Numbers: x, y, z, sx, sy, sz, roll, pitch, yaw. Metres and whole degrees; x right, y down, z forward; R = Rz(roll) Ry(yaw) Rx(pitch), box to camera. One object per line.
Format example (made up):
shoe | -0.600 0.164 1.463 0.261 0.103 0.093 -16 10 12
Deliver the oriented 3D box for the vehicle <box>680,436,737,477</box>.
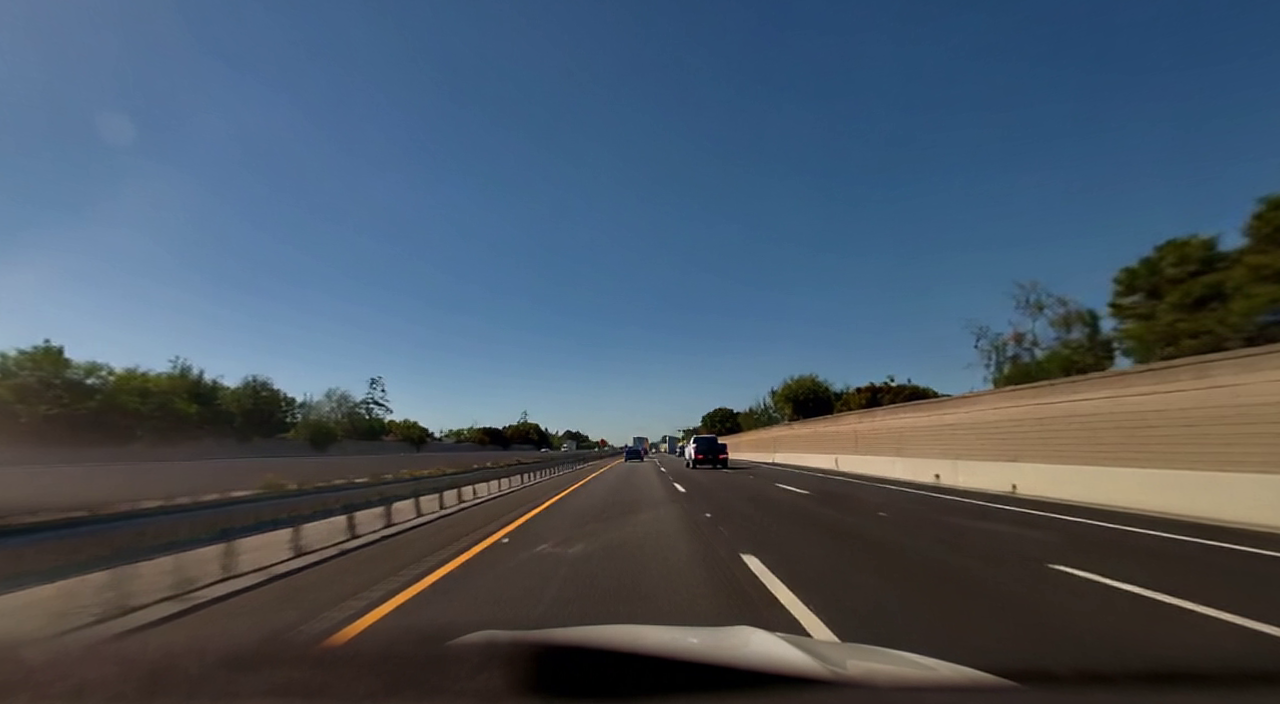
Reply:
vehicle | 3.267 5.102 30.936 2.269 1.839 4.554 0 -9 -1

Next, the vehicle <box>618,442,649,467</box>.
vehicle | -0.432 7.453 45.919 2.142 1.664 4.076 0 -9 1
